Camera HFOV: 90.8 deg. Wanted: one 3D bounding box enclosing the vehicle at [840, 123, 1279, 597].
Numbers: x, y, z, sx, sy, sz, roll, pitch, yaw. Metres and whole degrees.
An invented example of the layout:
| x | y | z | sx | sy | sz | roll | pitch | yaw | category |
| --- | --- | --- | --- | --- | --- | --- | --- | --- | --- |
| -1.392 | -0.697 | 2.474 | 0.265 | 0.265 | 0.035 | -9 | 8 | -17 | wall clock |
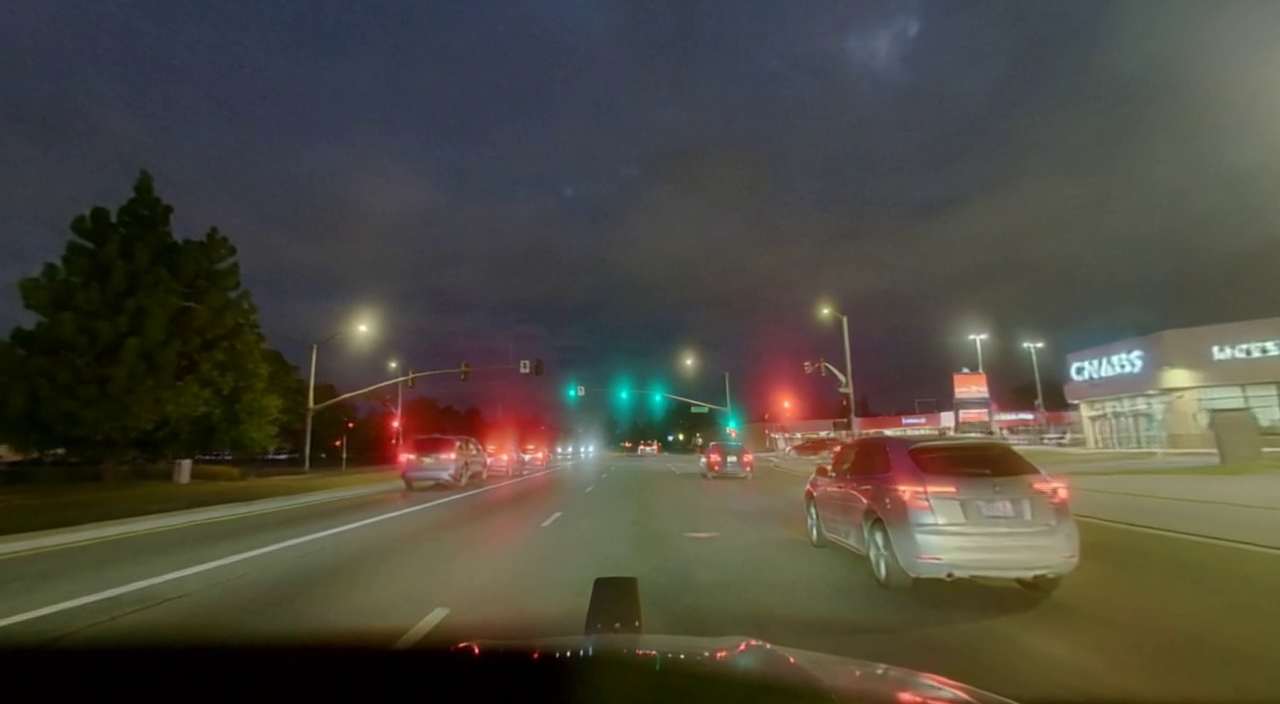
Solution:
| x | y | z | sx | sy | sz | roll | pitch | yaw | category |
| --- | --- | --- | --- | --- | --- | --- | --- | --- | --- |
| 7.092 | 0.577 | 9.019 | 2.899 | 4.154 | 16.592 | 0 | -8 | -1 | vehicle |

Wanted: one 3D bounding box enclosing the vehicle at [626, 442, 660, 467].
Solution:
| x | y | z | sx | sy | sz | roll | pitch | yaw | category |
| --- | --- | --- | --- | --- | --- | --- | --- | --- | --- |
| 0.154 | 6.398 | 39.603 | 2.008 | 1.464 | 4.052 | 0 | -8 | 0 | vehicle |

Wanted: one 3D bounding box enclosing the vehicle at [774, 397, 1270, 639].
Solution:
| x | y | z | sx | sy | sz | roll | pitch | yaw | category |
| --- | --- | --- | --- | --- | --- | --- | --- | --- | --- |
| 3.063 | 1.456 | 6.662 | 2.174 | 1.596 | 4.779 | 0 | -8 | -1 | vehicle |

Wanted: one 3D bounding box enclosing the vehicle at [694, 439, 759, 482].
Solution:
| x | y | z | sx | sy | sz | roll | pitch | yaw | category |
| --- | --- | --- | --- | --- | --- | --- | --- | --- | --- |
| 3.228 | 4.151 | 24.474 | 1.842 | 1.480 | 4.155 | 0 | -8 | -1 | vehicle |

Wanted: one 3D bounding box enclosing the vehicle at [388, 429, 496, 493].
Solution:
| x | y | z | sx | sy | sz | roll | pitch | yaw | category |
| --- | --- | --- | --- | --- | --- | --- | --- | --- | --- |
| -6.318 | 3.525 | 20.845 | 2.136 | 1.837 | 4.669 | 0 | -8 | -1 | vehicle |
